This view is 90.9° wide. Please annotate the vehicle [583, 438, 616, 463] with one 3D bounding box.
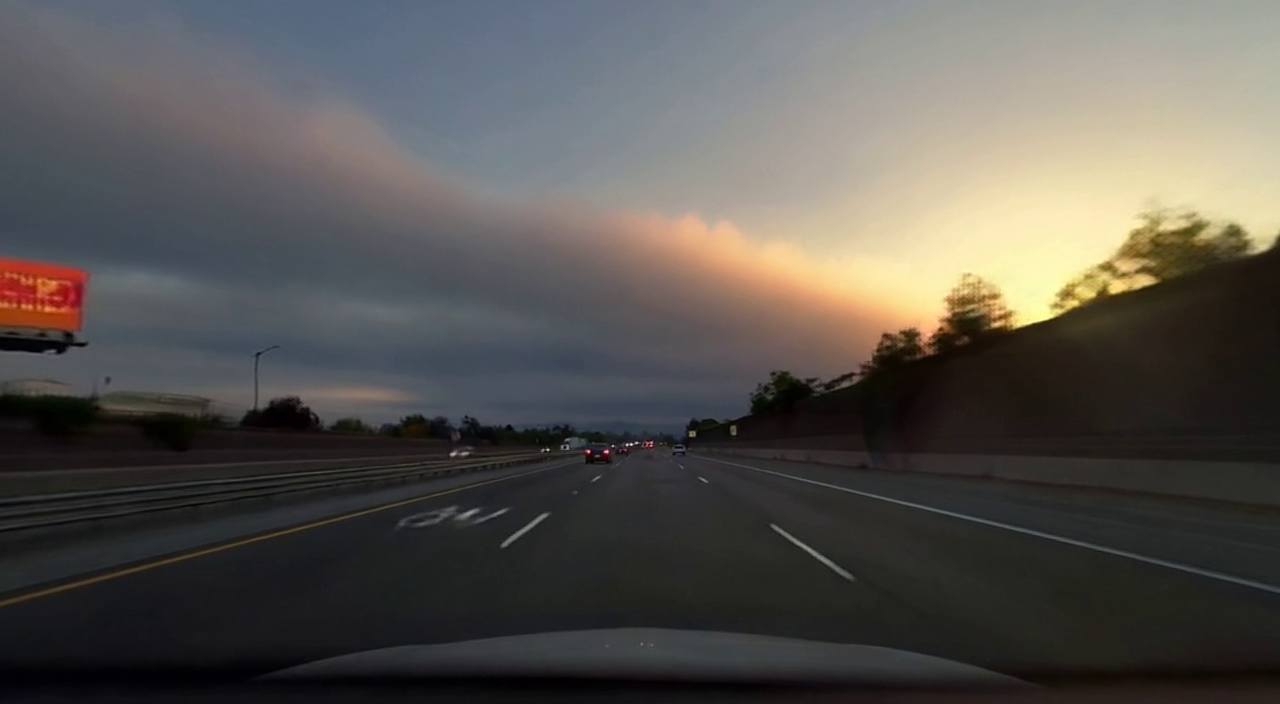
[{"bbox_3d":[-3.056,7.553,48.500,2.319,1.738,4.355,0,-8,0],"label":"vehicle"}]
